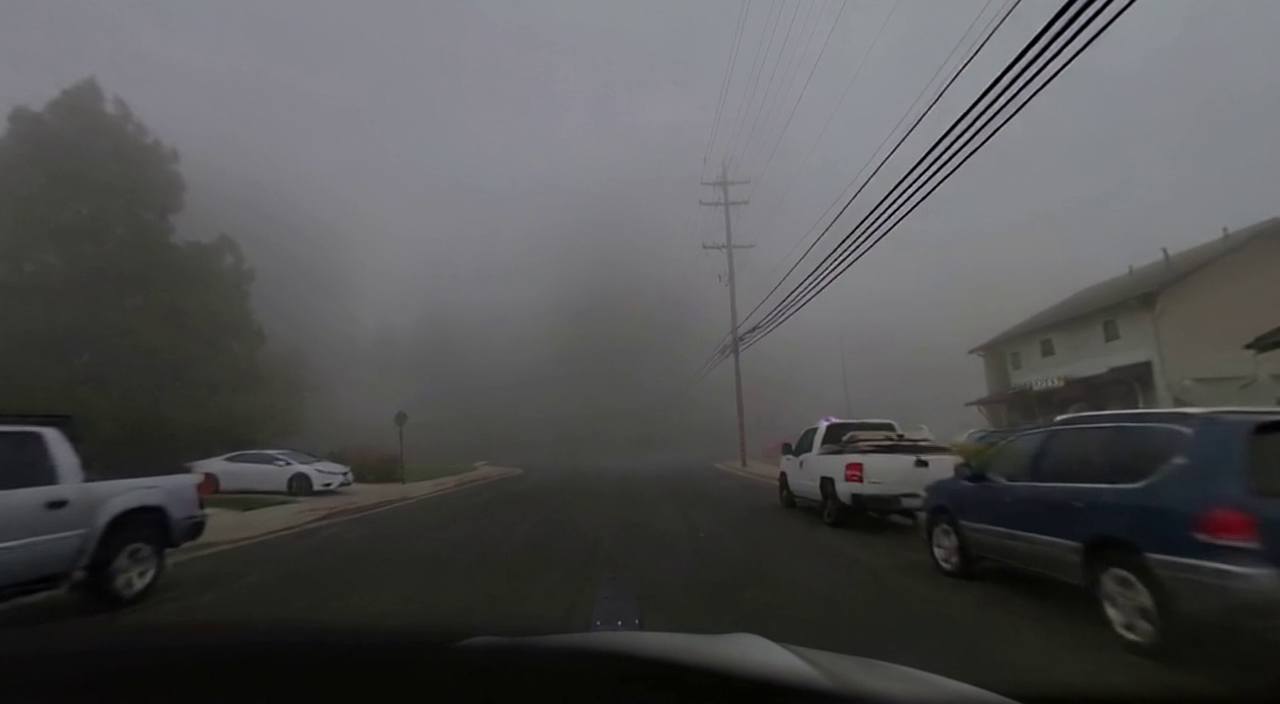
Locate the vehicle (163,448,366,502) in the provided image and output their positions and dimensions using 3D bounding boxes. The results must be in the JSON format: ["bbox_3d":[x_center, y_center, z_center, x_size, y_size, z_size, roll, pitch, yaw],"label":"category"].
[{"bbox_3d":[-11.102,3.647,18.944,4.813,1.503,1.923,0,-8,-4],"label":"vehicle"}]

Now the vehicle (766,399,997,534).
[{"bbox_3d":[4.002,2.032,11.701,2.205,1.923,5.178,0,-8,0],"label":"vehicle"}]

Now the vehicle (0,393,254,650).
[{"bbox_3d":[-5.985,1.329,5.049,2.322,1.913,5.582,0,-8,-1],"label":"vehicle"}]

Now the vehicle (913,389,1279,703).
[{"bbox_3d":[3.904,1.208,4.665,1.848,1.550,4.054,0,-8,-1],"label":"vehicle"}]
